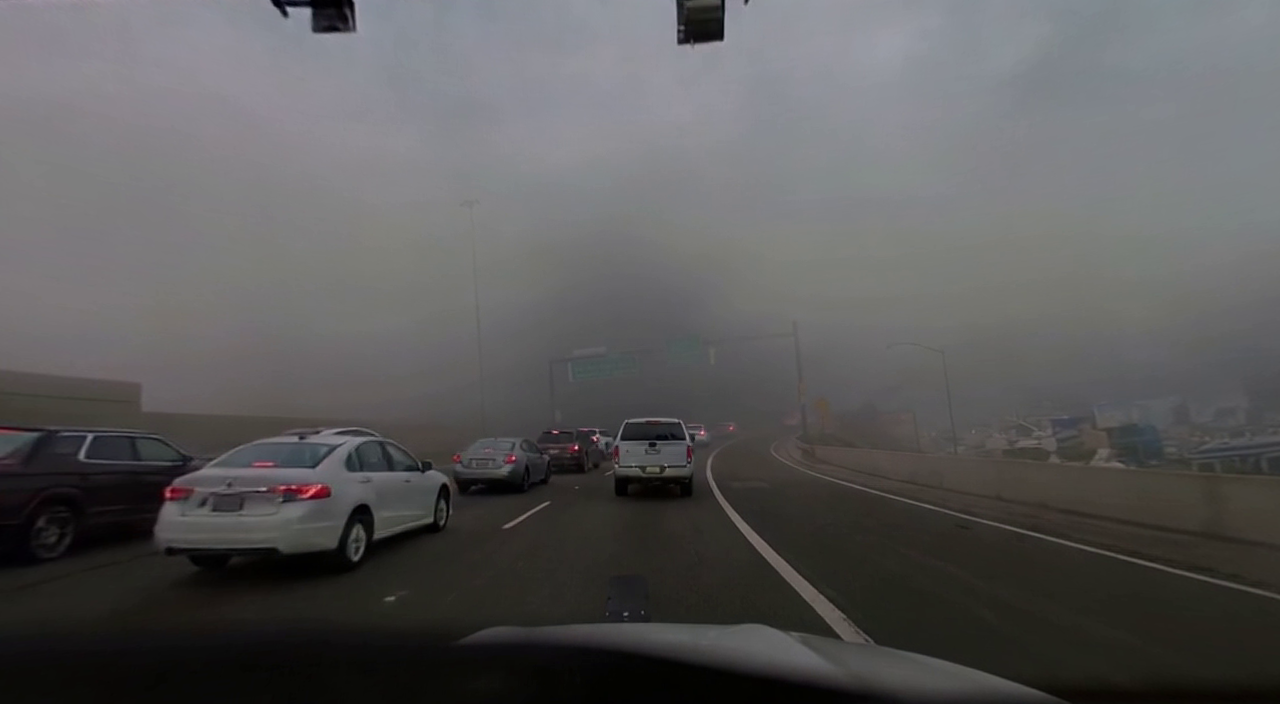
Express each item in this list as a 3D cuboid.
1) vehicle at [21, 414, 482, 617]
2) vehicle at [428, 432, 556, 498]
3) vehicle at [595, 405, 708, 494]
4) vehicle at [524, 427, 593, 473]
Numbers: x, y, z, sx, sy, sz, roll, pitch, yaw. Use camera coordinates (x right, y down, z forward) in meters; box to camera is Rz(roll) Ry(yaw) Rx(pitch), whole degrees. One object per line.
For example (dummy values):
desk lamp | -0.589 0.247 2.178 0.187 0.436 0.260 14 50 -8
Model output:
vehicle | -3.568 1.601 7.298 1.998 1.494 5.020 0 -9 2
vehicle | -3.645 2.879 16.467 2.087 1.481 4.225 0 -9 4
vehicle | 0.382 2.730 17.759 2.616 2.063 5.933 0 -9 2
vehicle | -3.257 4.037 26.093 1.953 1.729 4.377 -1 -9 4
